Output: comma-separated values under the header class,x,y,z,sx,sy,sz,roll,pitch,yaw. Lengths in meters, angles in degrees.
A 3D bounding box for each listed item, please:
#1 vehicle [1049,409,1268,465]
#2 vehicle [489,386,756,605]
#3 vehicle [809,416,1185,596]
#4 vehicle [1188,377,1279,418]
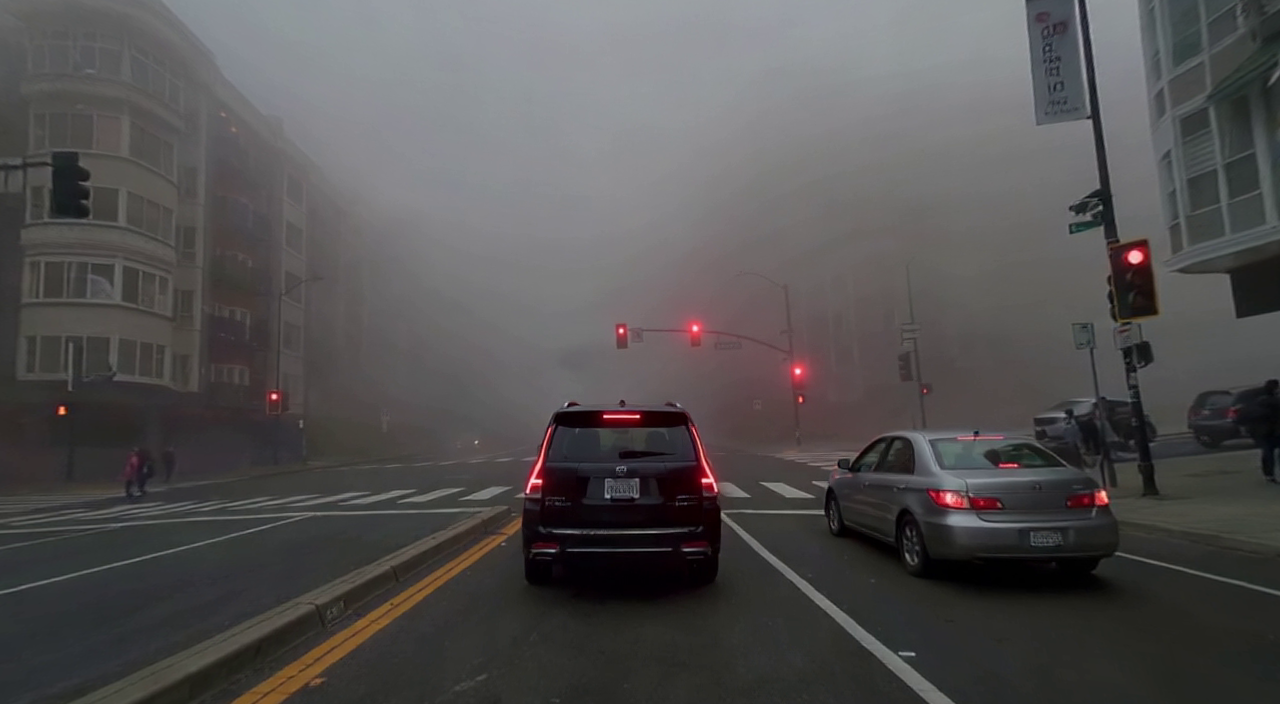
class,x,y,z,sx,sy,sz,roll,pitch,yaw
vehicle,14.267,2.378,17.605,4.354,1.466,1.863,-1,-8,2
vehicle,-0.134,1.480,7.305,2.168,1.776,4.135,0,-8,0
vehicle,3.688,1.662,7.755,1.987,1.538,4.510,0,-8,0
vehicle,26.590,1.978,27.170,4.287,1.639,1.729,0,-8,1
